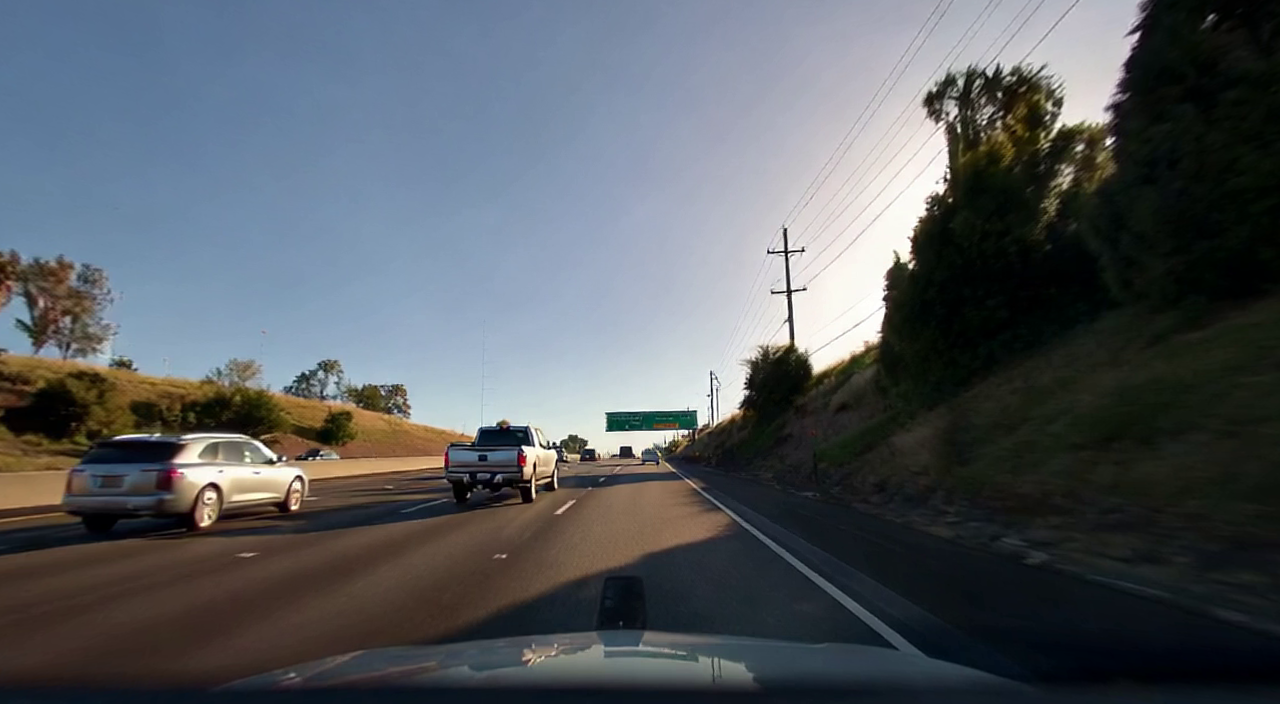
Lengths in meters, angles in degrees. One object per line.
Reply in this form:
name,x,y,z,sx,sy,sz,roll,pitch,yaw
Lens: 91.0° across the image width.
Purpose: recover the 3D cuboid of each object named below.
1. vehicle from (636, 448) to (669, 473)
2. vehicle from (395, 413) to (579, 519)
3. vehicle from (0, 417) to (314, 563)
vehicle,0.778,7.130,41.579,2.025,1.485,4.310,0,-9,-1
vehicle,-3.330,2.728,15.634,2.972,2.087,6.126,0,-9,0
vehicle,-7.480,1.982,9.825,2.143,1.688,4.776,0,-9,1
